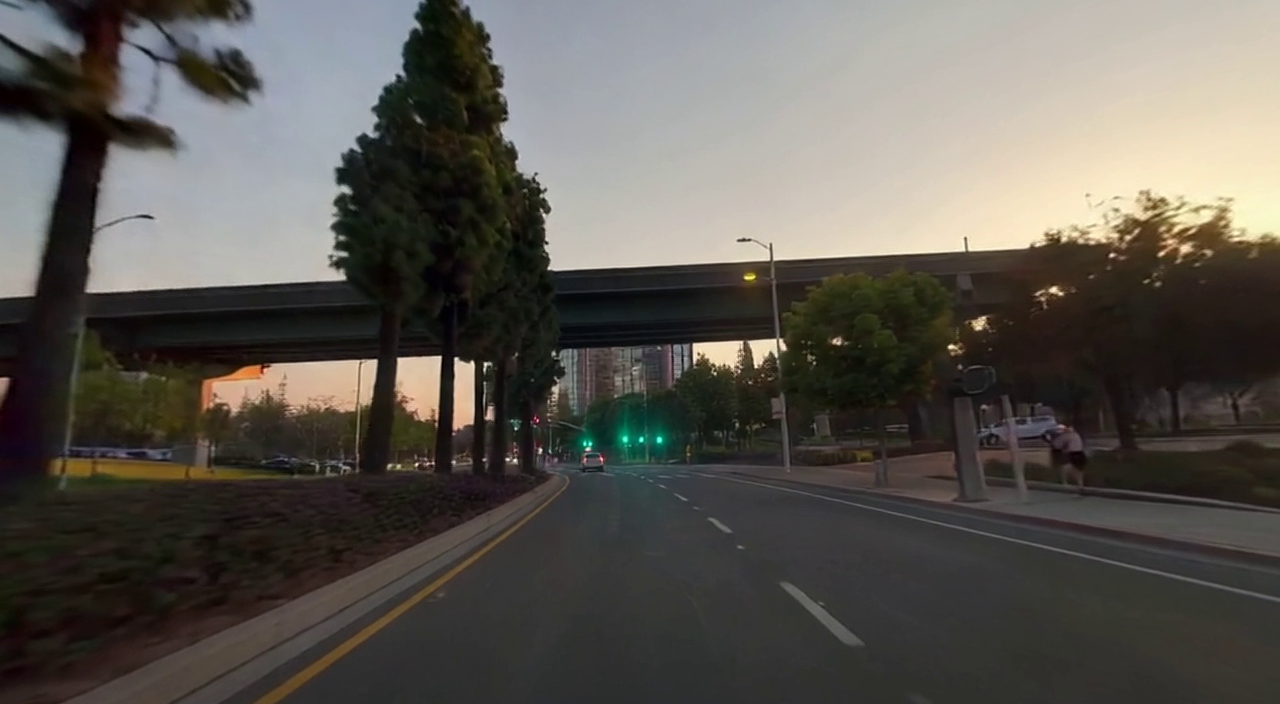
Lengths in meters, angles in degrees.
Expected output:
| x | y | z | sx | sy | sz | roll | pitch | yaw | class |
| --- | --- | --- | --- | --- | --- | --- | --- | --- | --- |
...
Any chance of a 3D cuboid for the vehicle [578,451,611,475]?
| x | y | z | sx | sy | sz | roll | pitch | yaw | class |
| --- | --- | --- | --- | --- | --- | --- | --- | --- | --- |
| -3.559 | 8.551 | 48.713 | 2.184 | 1.713 | 4.231 | 1 | -9 | -8 | vehicle |
